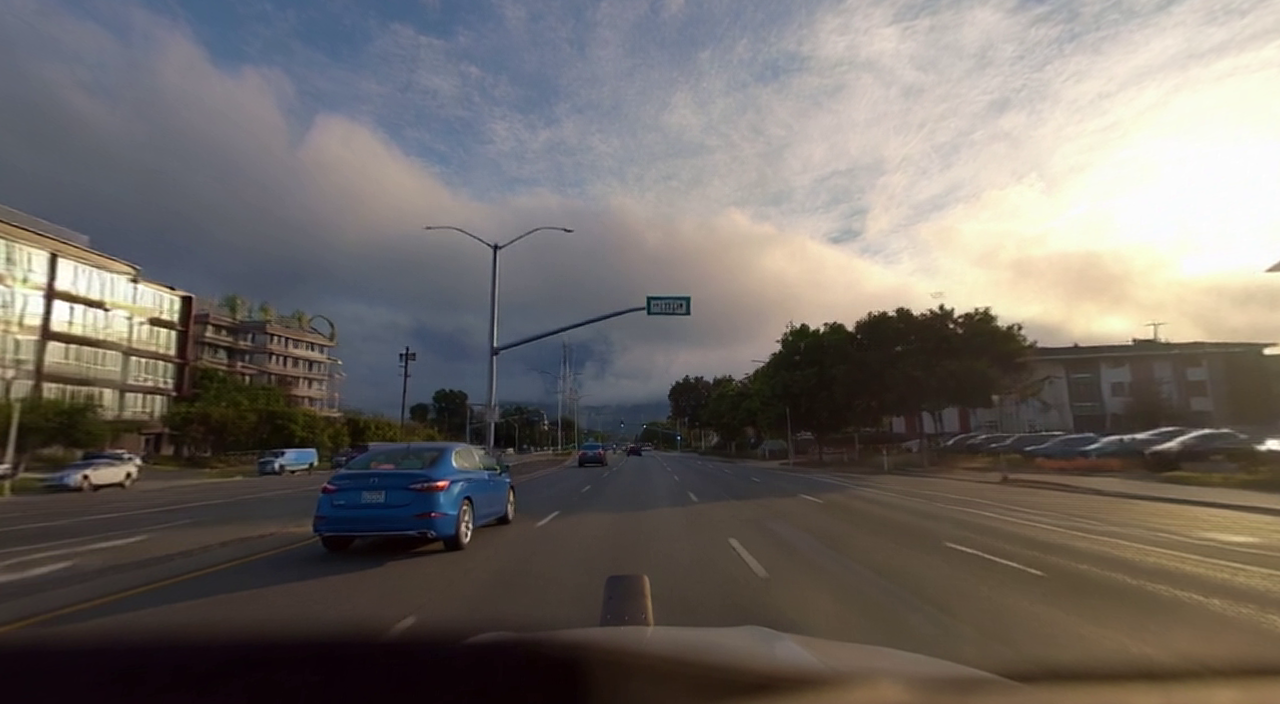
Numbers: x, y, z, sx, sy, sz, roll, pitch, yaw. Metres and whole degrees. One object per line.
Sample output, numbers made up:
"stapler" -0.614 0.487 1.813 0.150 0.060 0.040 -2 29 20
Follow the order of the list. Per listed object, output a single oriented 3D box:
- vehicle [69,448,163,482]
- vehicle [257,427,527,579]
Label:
"vehicle" -34.818 7.489 42.110 2.199 1.962 5.038 -1 -8 -4
"vehicle" -3.141 1.975 9.170 2.009 1.489 4.543 -4 -8 1
